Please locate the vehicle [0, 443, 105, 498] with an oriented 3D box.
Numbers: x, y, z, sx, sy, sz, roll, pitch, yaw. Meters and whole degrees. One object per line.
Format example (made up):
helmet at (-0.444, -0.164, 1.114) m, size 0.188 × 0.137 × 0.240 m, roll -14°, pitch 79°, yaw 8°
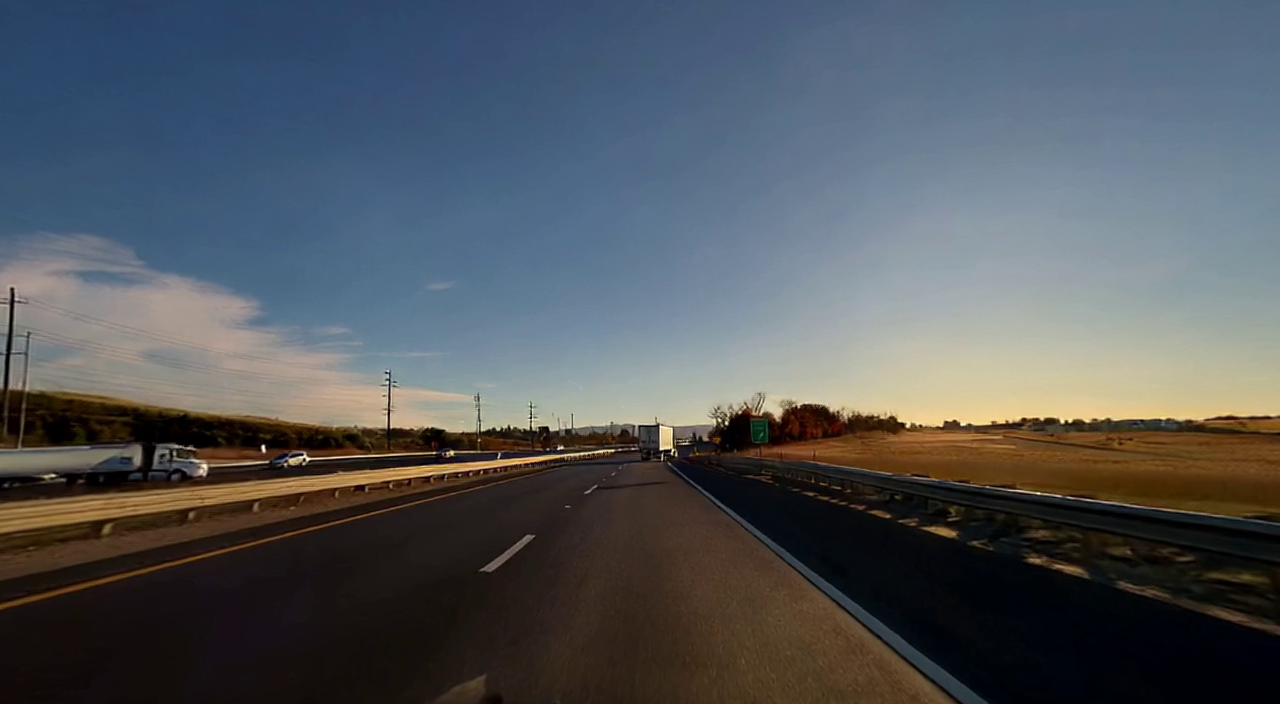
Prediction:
vehicle at (-48.007, 8.509, 44.993) m, size 3.082 × 3.896 × 14.770 m, roll -4°, pitch -10°, yaw 22°
